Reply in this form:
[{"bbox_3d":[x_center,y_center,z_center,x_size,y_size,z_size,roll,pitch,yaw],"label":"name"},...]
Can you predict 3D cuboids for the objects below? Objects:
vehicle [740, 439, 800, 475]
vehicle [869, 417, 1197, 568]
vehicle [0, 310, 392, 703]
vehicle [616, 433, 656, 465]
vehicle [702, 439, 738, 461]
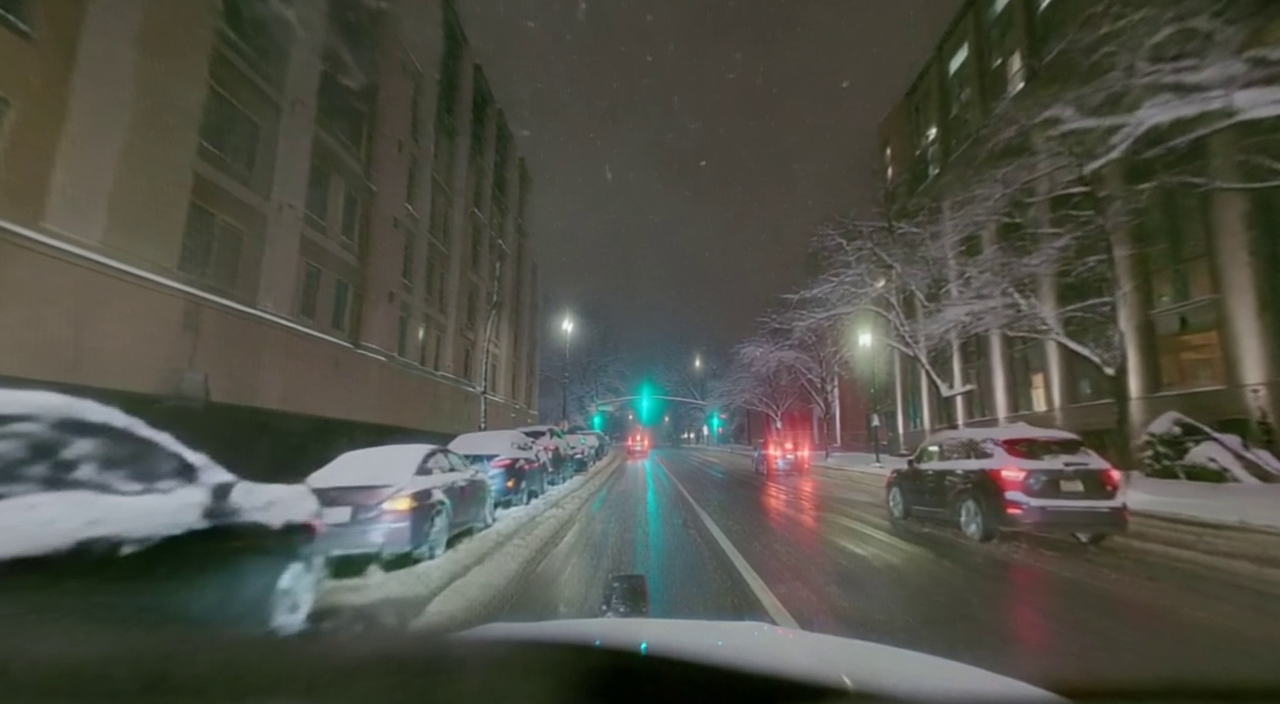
[{"bbox_3d":[5.529,4.509,27.283,1.799,1.463,3.464,0,-8,-1],"label":"vehicle"},{"bbox_3d":[4.987,1.816,8.895,1.891,1.599,4.173,0,-8,0],"label":"vehicle"},{"bbox_3d":[-3.004,0.800,2.402,2.143,1.687,4.602,0,-8,1],"label":"vehicle"},{"bbox_3d":[-0.199,5.458,35.498,2.122,1.689,3.885,0,-8,0],"label":"vehicle"},{"bbox_3d":[5.650,6.968,44.899,1.917,1.467,4.452,0,-8,-1],"label":"vehicle"}]
